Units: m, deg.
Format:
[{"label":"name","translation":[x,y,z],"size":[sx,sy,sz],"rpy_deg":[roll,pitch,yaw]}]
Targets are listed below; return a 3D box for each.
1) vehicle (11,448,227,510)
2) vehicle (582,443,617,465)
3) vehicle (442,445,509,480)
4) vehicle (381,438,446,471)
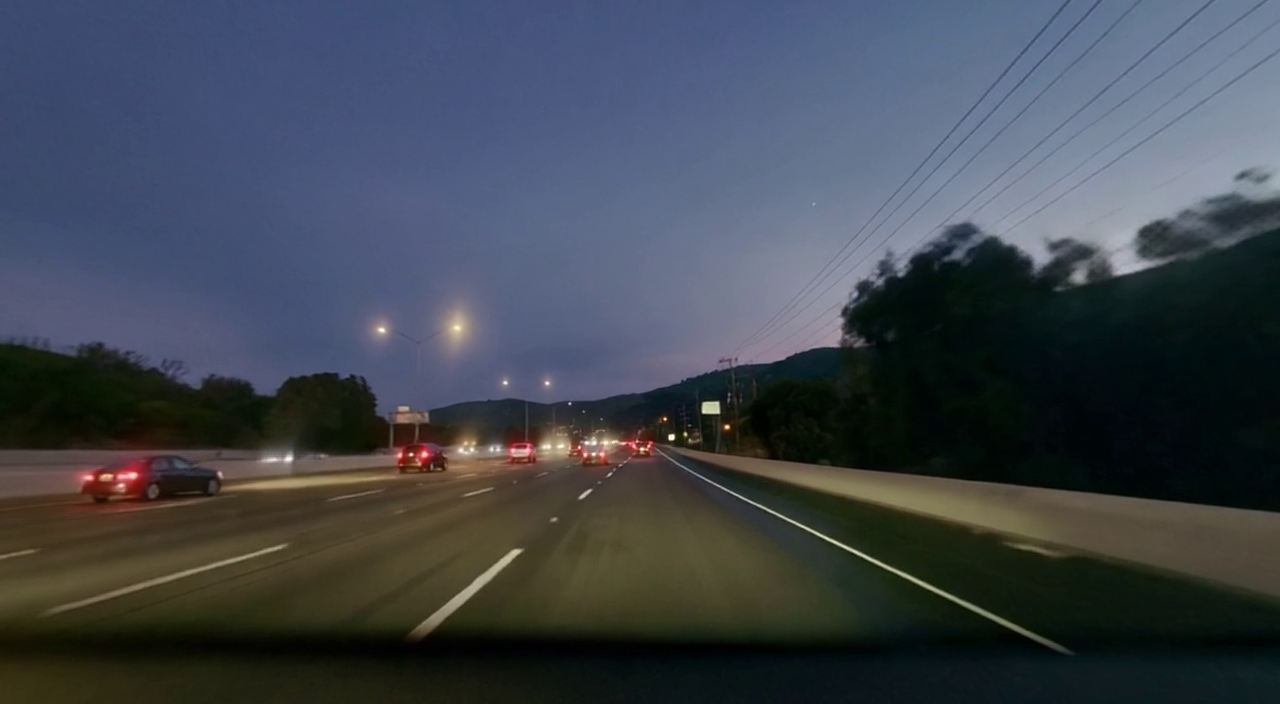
[{"label":"vehicle","translation":[-14.350,3.478,17.874],"size":[1.885,1.474,4.849],"rpy_deg":[0,-9,1]},{"label":"vehicle","translation":[-2.728,7.085,43.816],"size":[2.064,1.446,4.409],"rpy_deg":[0,-9,1]},{"label":"vehicle","translation":[-7.447,5.014,28.986],"size":[1.899,1.472,4.202],"rpy_deg":[0,-9,1]},{"label":"vehicle","translation":[-14.347,6.525,40.289],"size":[2.172,1.946,5.017],"rpy_deg":[0,-9,1]}]
